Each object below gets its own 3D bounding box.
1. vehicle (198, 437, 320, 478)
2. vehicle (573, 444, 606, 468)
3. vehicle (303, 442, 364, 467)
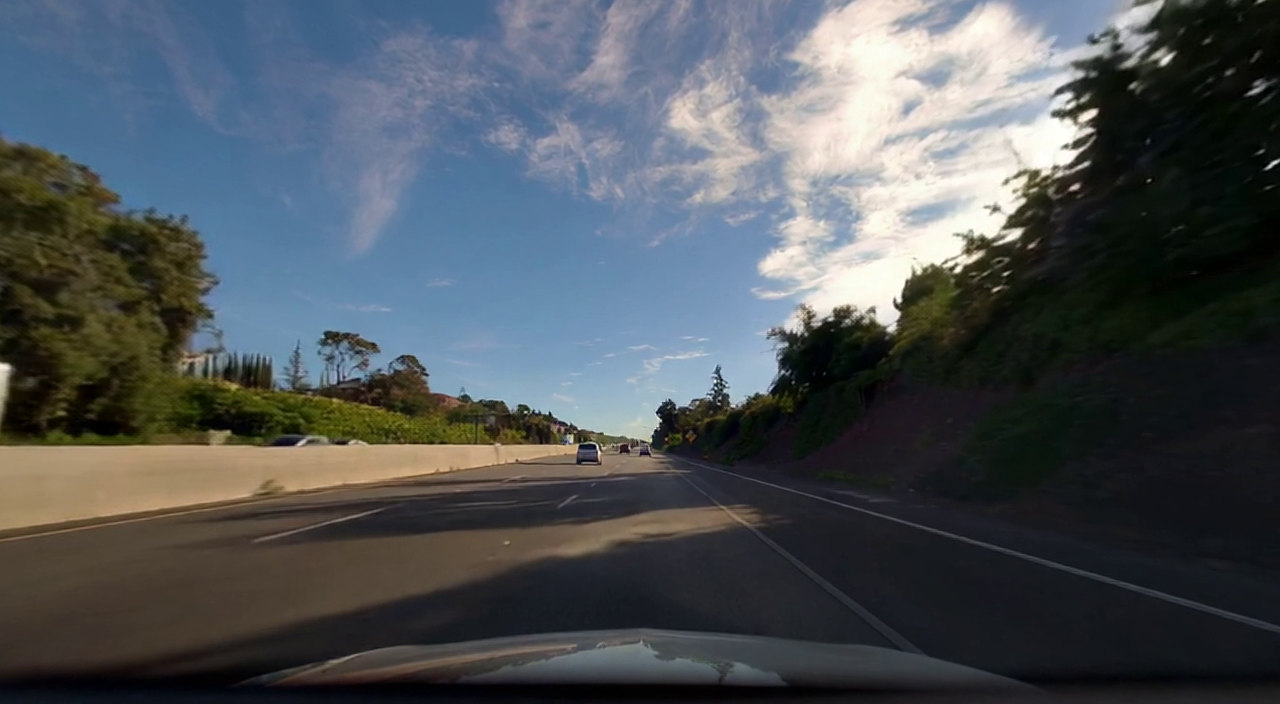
[{"bbox_3d":[-15.080,4.206,25.355,2.021,1.462,4.592,0,-9,0],"label":"vehicle"},{"bbox_3d":[-3.486,7.246,44.032,1.921,1.536,3.920,0,-9,0],"label":"vehicle"},{"bbox_3d":[-18.621,6.255,38.509,1.779,1.449,3.824,0,-9,0],"label":"vehicle"}]
